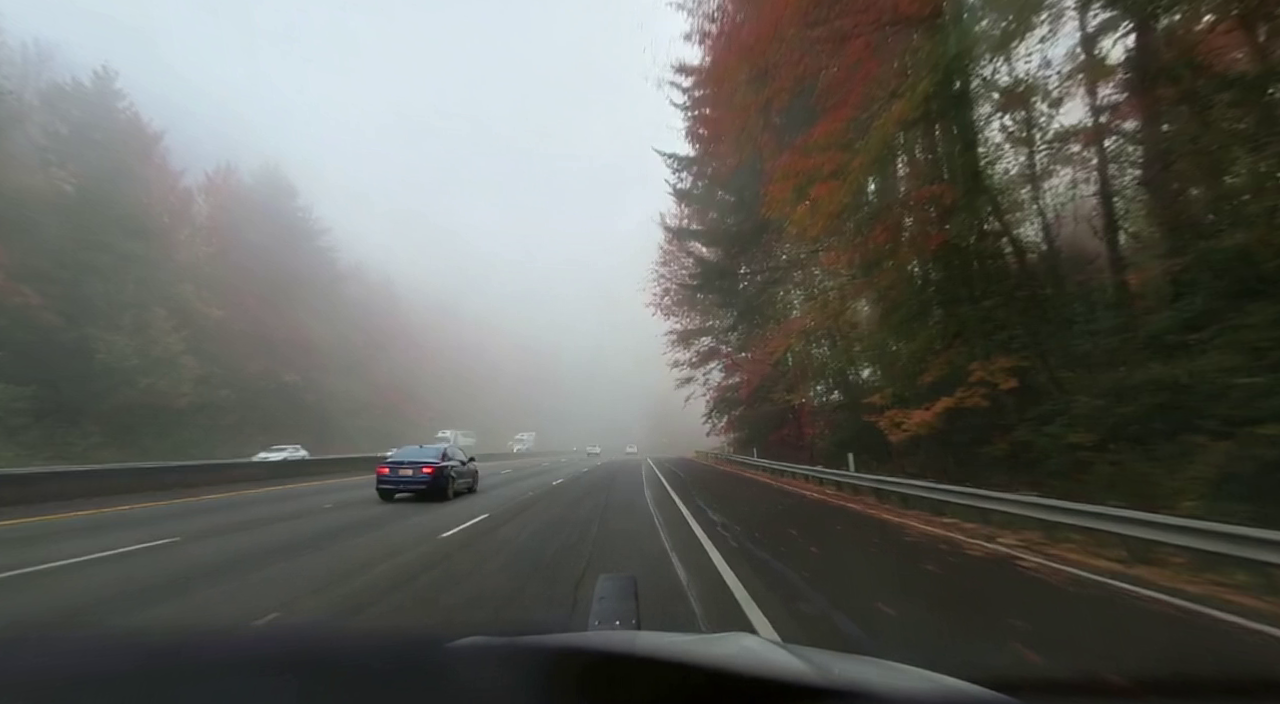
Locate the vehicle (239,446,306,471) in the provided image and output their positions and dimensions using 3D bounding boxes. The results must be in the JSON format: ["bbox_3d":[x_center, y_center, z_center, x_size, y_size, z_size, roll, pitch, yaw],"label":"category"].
[{"bbox_3d":[-24.331,7.040,41.828,1.799,1.465,4.286,0,-8,1],"label":"vehicle"}]

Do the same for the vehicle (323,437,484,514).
[{"bbox_3d":[-5.166,2.717,14.497,2.004,1.497,4.260,0,-8,1],"label":"vehicle"}]
